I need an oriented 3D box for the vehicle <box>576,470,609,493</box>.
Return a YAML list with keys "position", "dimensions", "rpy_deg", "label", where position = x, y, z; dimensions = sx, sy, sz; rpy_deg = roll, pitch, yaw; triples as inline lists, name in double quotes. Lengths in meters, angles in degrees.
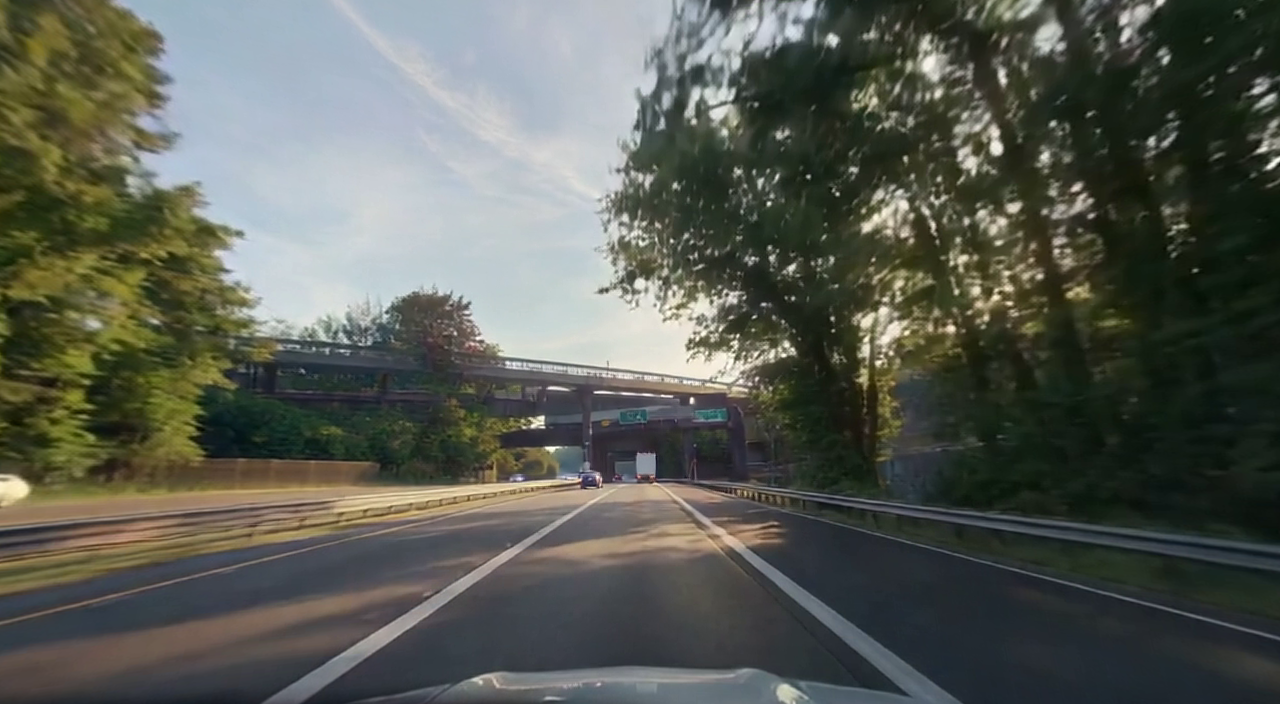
- position: [-3.385, 9.266, 45.271]
  dimensions: [1.976, 1.514, 3.917]
  rpy_deg: [1, -10, 1]
  label: "vehicle"
